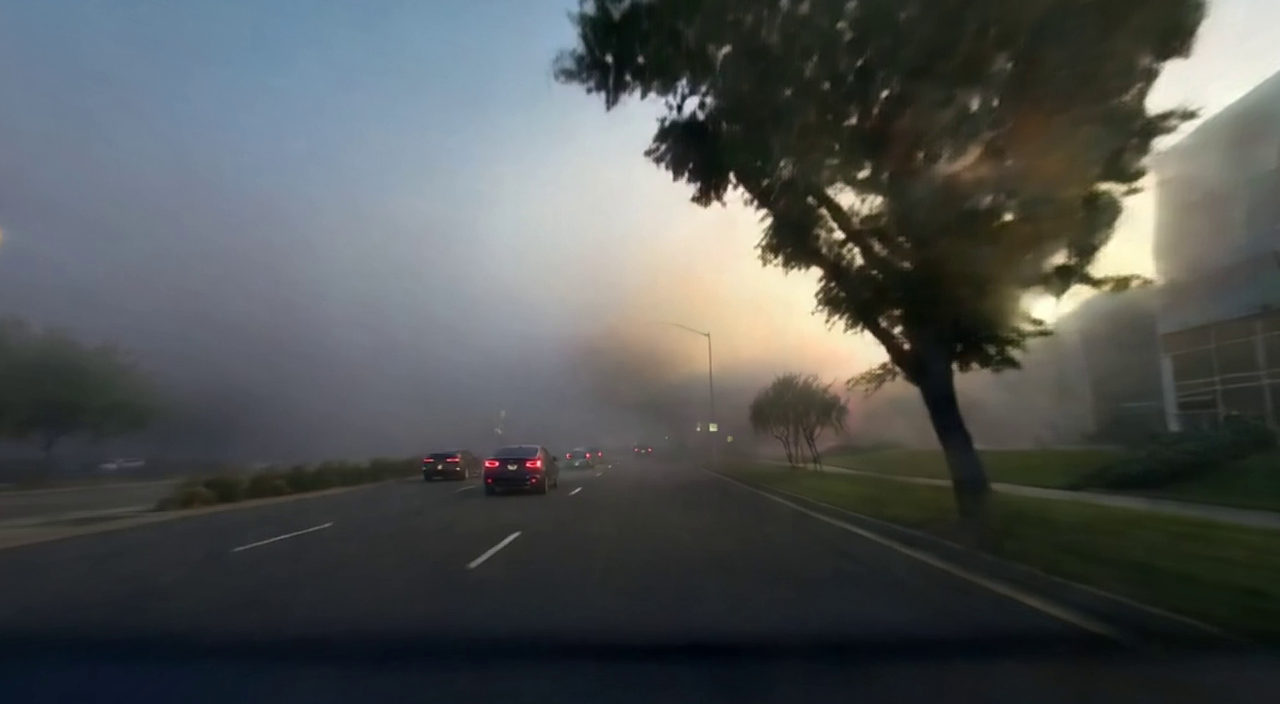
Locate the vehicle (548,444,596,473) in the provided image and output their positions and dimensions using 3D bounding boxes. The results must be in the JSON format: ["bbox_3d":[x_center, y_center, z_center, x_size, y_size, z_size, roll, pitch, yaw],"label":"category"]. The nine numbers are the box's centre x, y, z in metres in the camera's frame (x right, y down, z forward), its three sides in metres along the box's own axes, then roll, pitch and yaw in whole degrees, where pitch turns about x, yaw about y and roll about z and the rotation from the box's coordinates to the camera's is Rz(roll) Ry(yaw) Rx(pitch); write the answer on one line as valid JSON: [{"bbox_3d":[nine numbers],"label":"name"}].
[{"bbox_3d":[-3.508,5.610,33.516,1.971,1.414,4.317,0,-8,1],"label":"vehicle"}]

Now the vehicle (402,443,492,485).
[{"bbox_3d":[-7.521,4.388,25.142,1.976,1.497,4.709,0,-8,1],"label":"vehicle"}]

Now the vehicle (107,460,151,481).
[{"bbox_3d":[-39.602,9.147,48.947,4.381,1.475,1.960,-8,-12,43],"label":"vehicle"}]

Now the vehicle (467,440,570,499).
[{"bbox_3d":[-3.332,3.318,18.296,2.011,1.483,4.596,0,-8,1],"label":"vehicle"}]
